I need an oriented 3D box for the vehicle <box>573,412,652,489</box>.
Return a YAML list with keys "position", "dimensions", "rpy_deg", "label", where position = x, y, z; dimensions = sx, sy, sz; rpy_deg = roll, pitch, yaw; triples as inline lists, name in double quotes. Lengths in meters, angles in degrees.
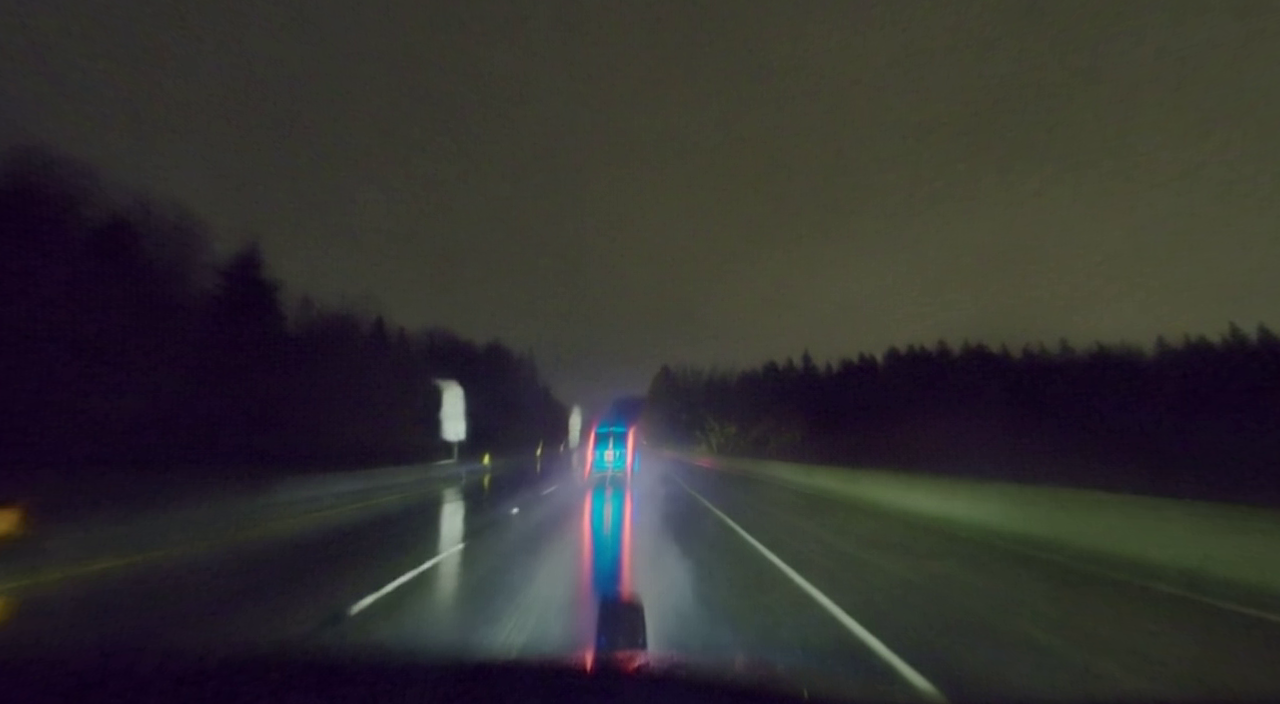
- position: [-0.832, 3.157, 20.386]
  dimensions: [2.248, 2.154, 4.892]
  rpy_deg: [0, -8, -1]
  label: "vehicle"
